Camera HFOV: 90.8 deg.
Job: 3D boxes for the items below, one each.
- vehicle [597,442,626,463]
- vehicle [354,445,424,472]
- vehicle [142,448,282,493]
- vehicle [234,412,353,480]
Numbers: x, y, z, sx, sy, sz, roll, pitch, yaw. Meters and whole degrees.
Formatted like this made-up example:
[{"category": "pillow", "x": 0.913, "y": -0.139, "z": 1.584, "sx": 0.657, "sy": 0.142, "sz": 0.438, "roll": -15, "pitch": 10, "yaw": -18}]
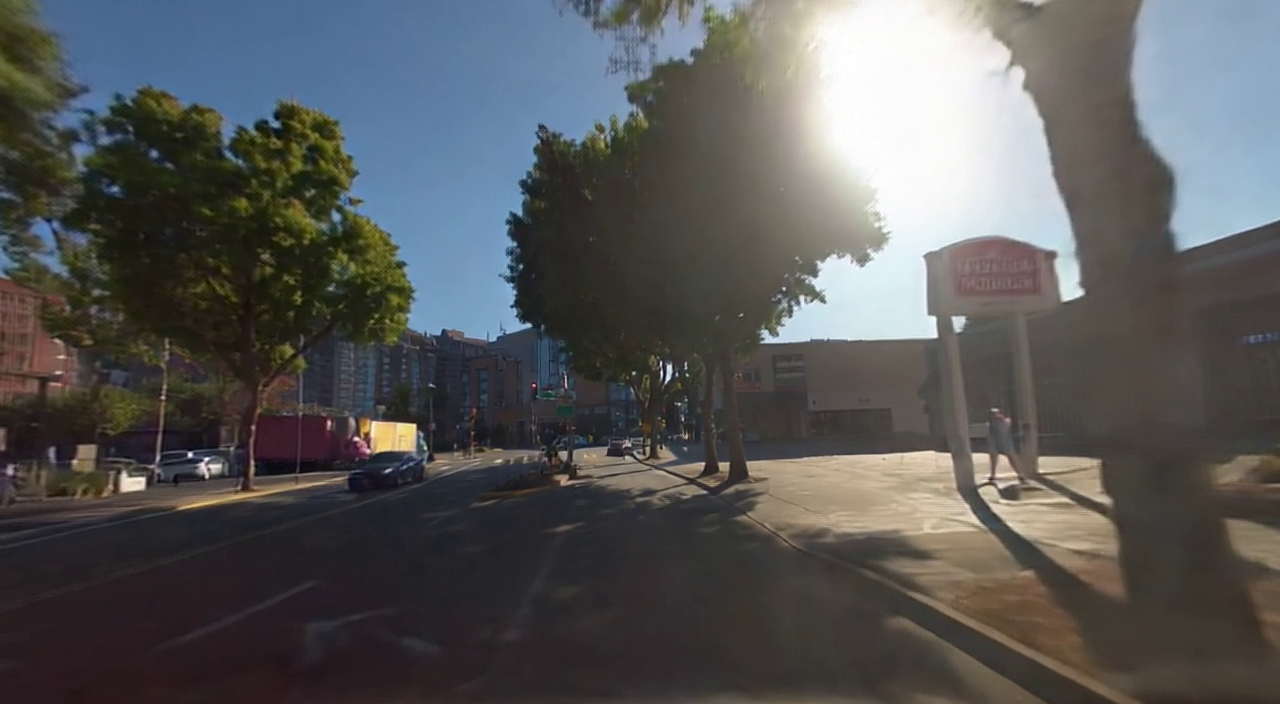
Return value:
[{"category": "vehicle", "x": -2.071, "y": 7.409, "z": 46.612, "sx": 2.006, "sy": 1.470, "sz": 3.799, "roll": 0, "pitch": -8, "yaw": -1}, {"category": "vehicle", "x": -17.180, "y": 7.269, "z": 43.495, "sx": 1.988, "sy": 1.762, "sz": 4.653, "roll": -2, "pitch": -9, "yaw": 16}, {"category": "vehicle", "x": -18.336, "y": 5.041, "z": 27.379, "sx": 2.101, "sy": 1.721, "sz": 4.587, "roll": -3, "pitch": -9, "yaw": 17}, {"category": "vehicle", "x": -21.970, "y": 5.996, "z": 40.489, "sx": 3.045, "sy": 3.961, "sz": 6.104, "roll": -2, "pitch": -9, "yaw": 15}]
